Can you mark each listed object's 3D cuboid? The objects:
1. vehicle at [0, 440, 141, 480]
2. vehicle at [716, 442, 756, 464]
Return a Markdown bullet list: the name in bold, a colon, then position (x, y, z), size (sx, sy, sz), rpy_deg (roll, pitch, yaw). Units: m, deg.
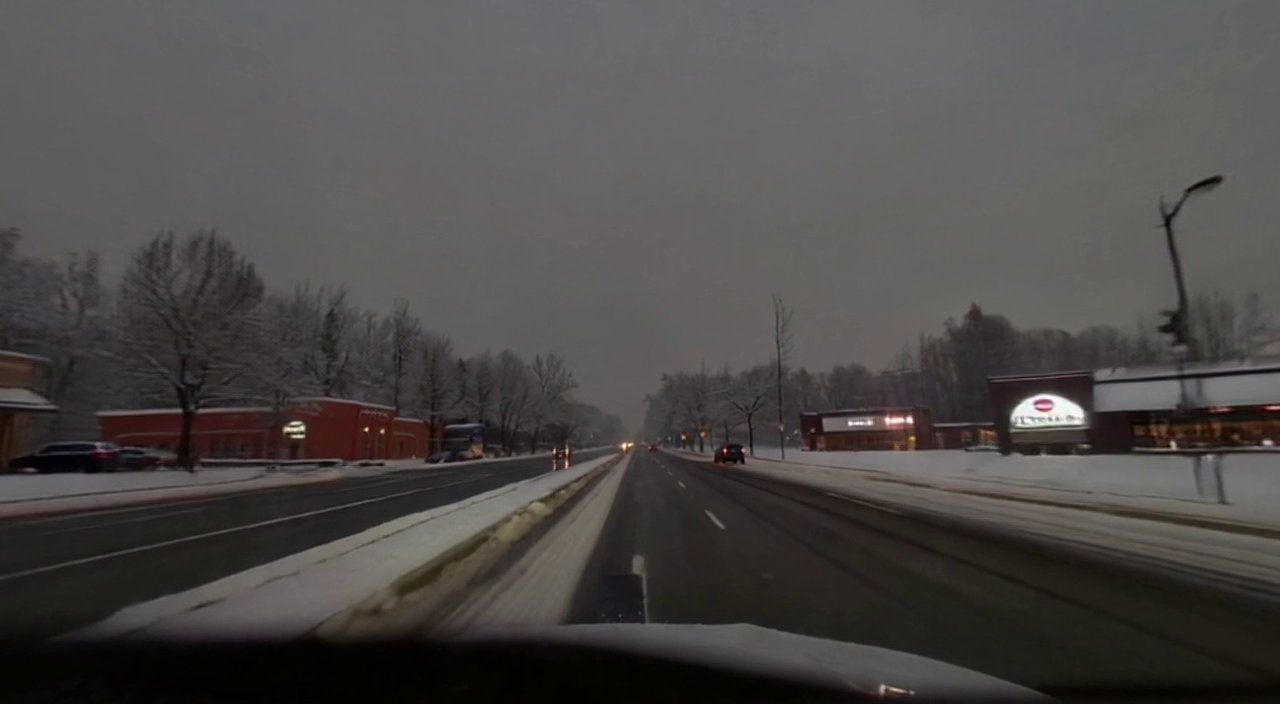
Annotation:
- **vehicle**: position (-29.558, 5.583, 32.922), size (2.207, 1.863, 5.860), rpy_deg (0, -9, 1)
- **vehicle**: position (6.394, 6.792, 42.595), size (1.916, 1.437, 4.327), rpy_deg (0, -9, -2)
